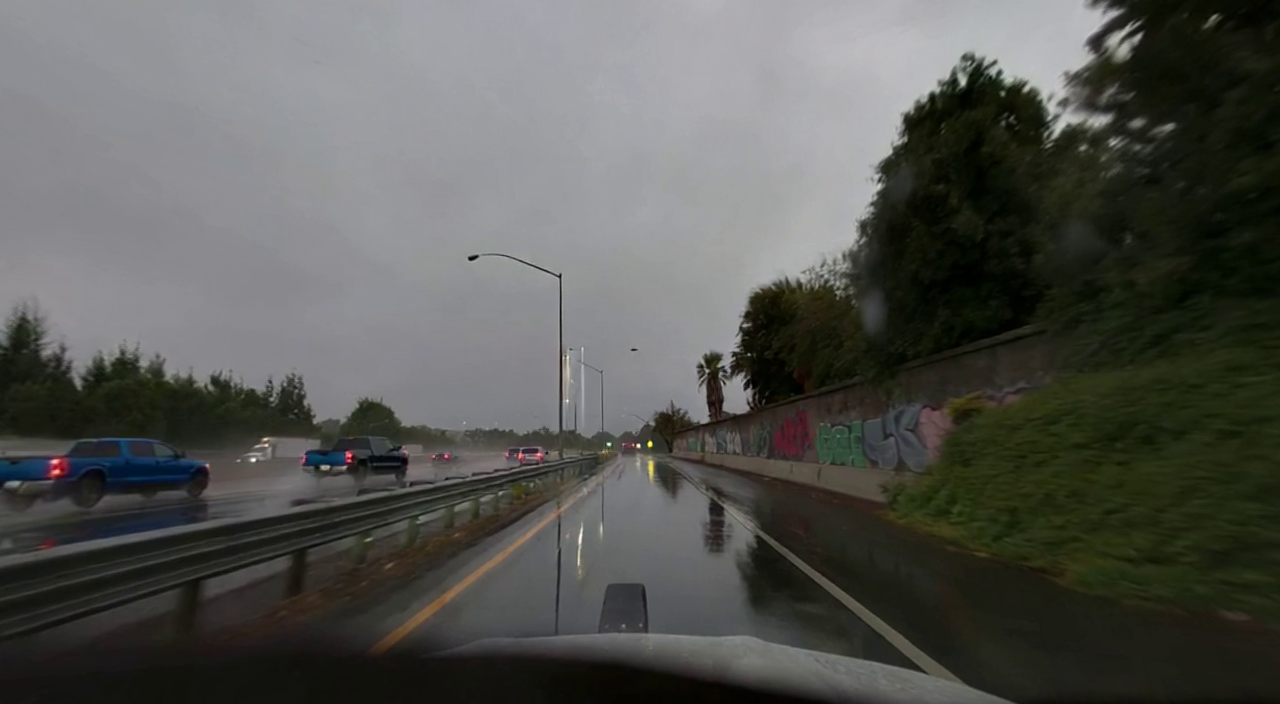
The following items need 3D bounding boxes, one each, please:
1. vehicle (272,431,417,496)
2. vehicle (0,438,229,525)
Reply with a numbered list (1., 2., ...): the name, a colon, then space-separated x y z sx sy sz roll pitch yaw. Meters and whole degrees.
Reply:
1. vehicle: -10.201 3.891 22.474 2.342 1.999 5.594 0 -8 1
2. vehicle: -14.199 3.276 16.848 2.272 1.882 5.941 0 -8 1
